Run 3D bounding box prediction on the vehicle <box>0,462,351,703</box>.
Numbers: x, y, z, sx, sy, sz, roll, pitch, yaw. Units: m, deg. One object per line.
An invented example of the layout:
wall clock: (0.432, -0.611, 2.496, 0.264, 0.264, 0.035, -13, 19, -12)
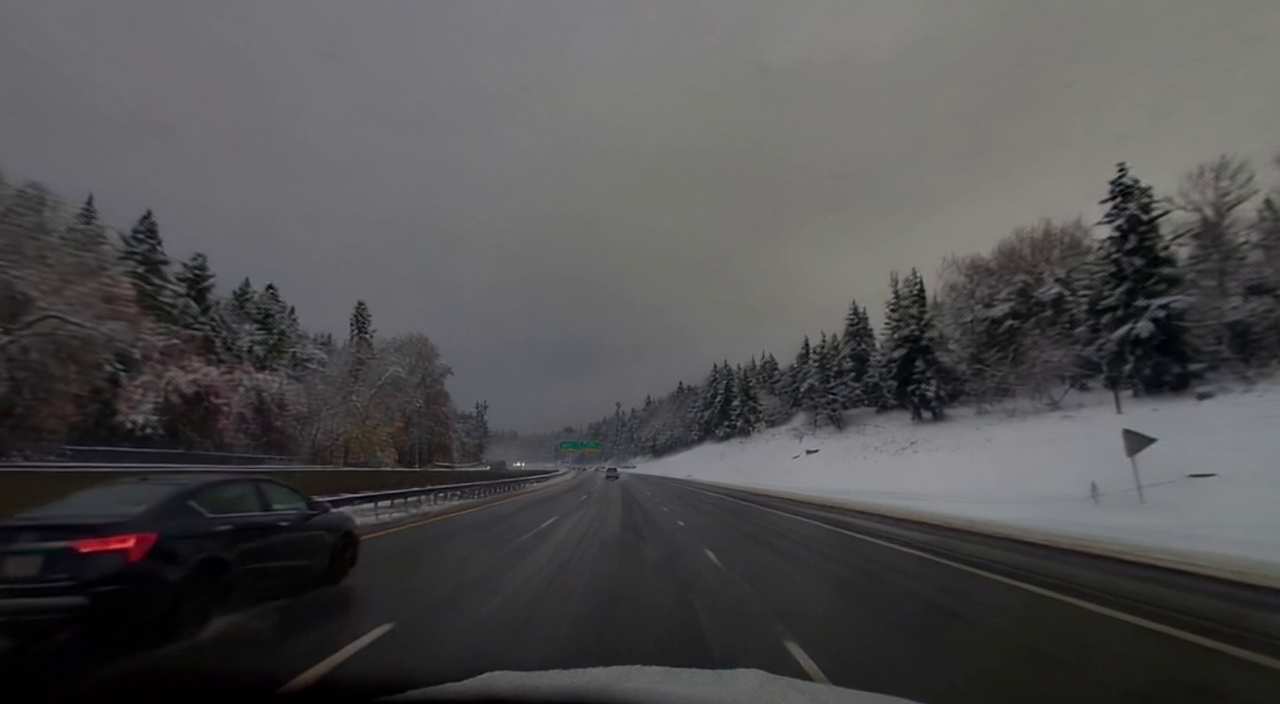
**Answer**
vehicle: (-4.500, 1.620, 4.893, 2.131, 1.485, 4.858, 1, -11, 1)
